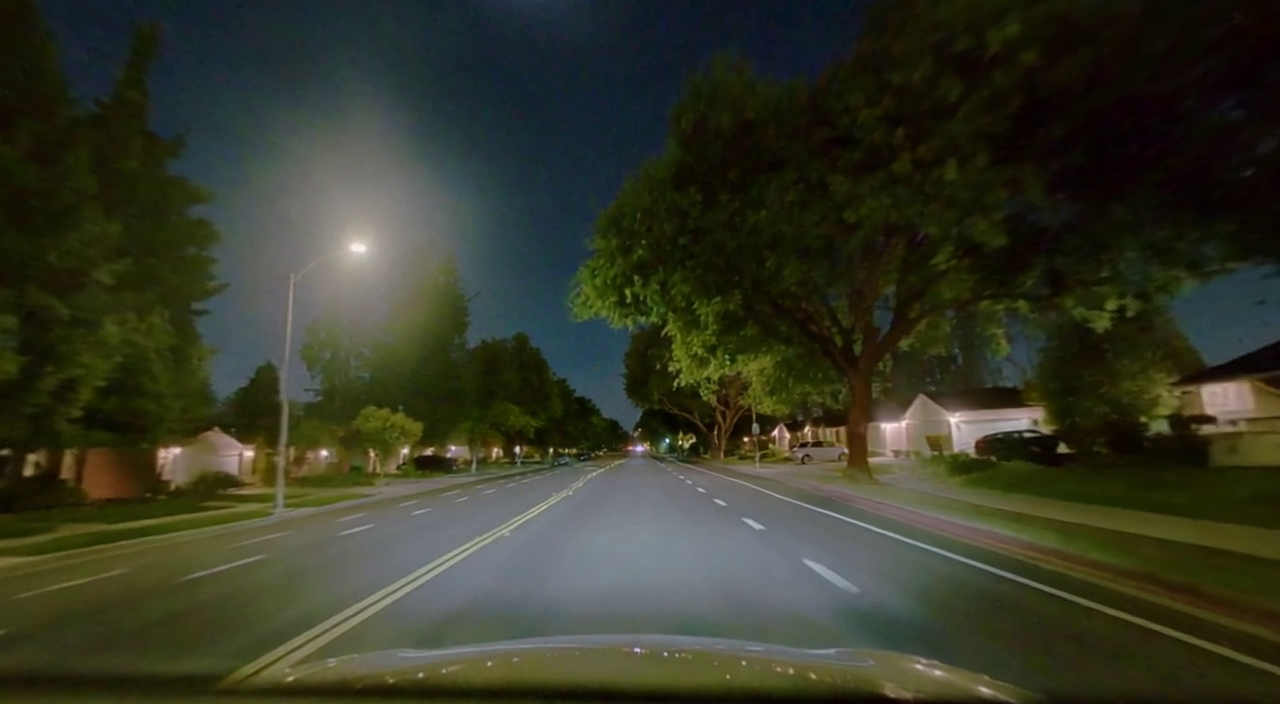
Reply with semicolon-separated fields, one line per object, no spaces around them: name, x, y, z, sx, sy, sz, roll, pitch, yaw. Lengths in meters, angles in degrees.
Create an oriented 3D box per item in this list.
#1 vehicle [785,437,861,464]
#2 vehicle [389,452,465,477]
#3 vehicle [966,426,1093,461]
vehicle;12.003;6.493;41.638;4.392;1.685;1.959;1;-8;-4
vehicle;-15.679;8.277;46.714;4.859;1.780;2.031;0;-9;2
vehicle;16.897;4.046;27.610;1.867;1.390;4.234;4;-10;-34
